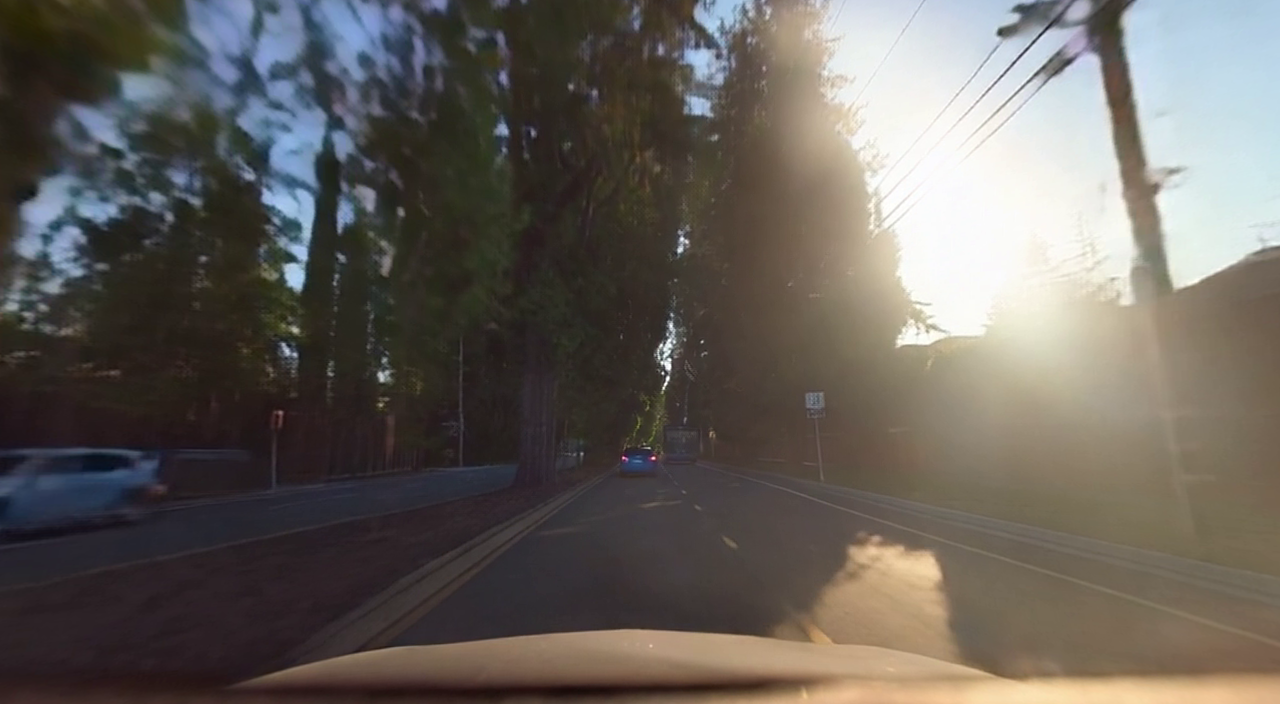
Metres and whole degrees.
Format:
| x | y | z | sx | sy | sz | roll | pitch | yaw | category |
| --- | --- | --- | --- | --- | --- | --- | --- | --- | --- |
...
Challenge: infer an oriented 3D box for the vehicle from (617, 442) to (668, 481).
| x | y | z | sx | sy | sz | roll | pitch | yaw | category |
| --- | --- | --- | --- | --- | --- | --- | --- | --- | --- |
| 0.077 | 4.643 | 27.091 | 2.018 | 1.511 | 3.993 | 0 | -9 | 0 | vehicle |

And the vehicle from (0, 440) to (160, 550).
| x | y | z | sx | sy | sz | roll | pitch | yaw | category |
| --- | --- | --- | --- | --- | --- | --- | --- | --- | --- |
| -11.449 | 2.492 | 11.371 | 1.951 | 1.795 | 4.579 | 0 | -9 | 0 | vehicle |
